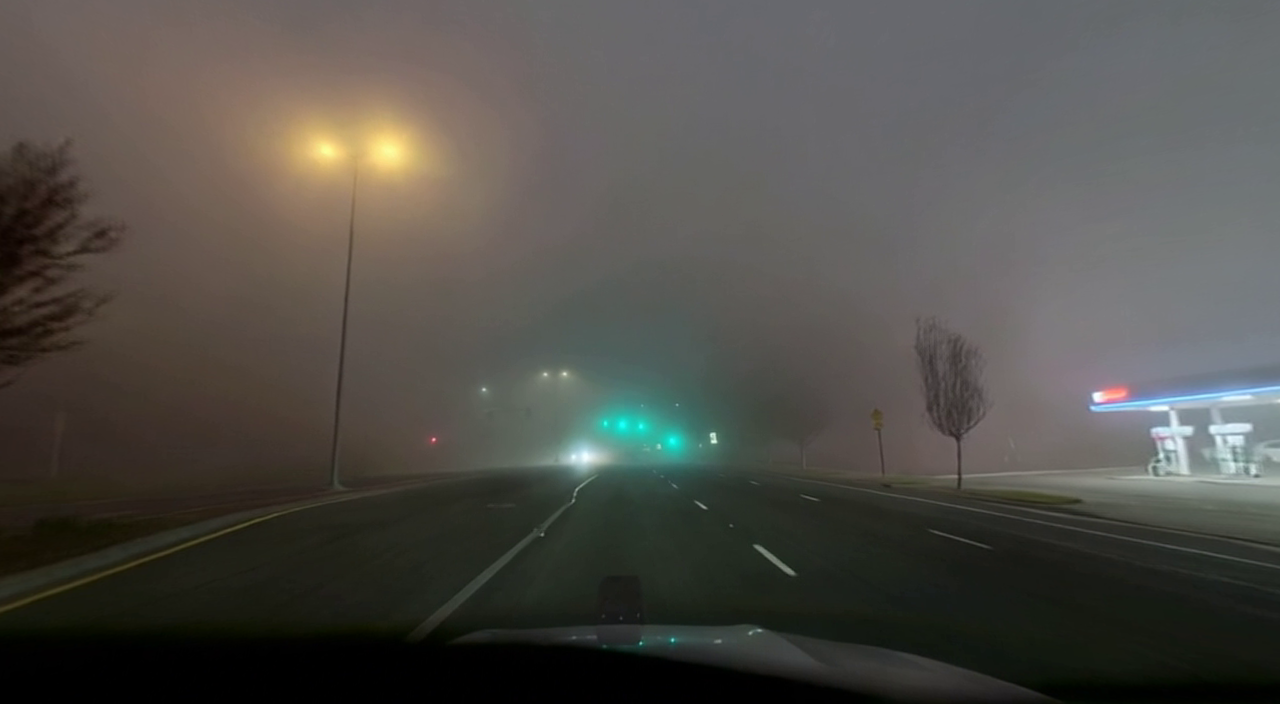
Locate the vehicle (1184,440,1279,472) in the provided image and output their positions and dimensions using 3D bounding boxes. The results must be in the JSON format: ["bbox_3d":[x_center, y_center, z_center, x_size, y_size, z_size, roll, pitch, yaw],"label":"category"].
[{"bbox_3d":[31.087,5.443,33.056,1.591,1.491,4.005,-2,-10,1],"label":"vehicle"}]
